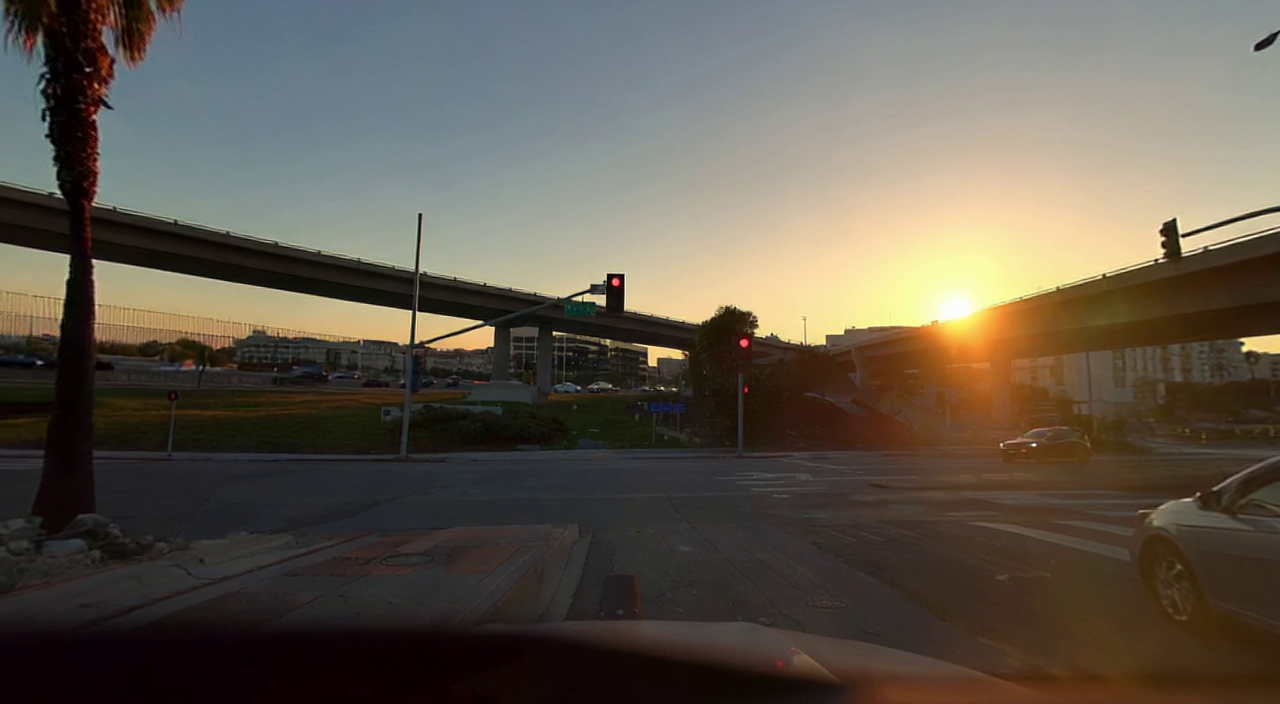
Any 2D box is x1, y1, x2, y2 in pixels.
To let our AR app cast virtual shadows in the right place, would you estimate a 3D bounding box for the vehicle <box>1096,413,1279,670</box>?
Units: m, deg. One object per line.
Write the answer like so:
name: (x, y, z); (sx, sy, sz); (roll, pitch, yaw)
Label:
vehicle: (4.594, 1.012, 3.067); (1.959, 1.485, 4.628); (-2, -9, 10)
